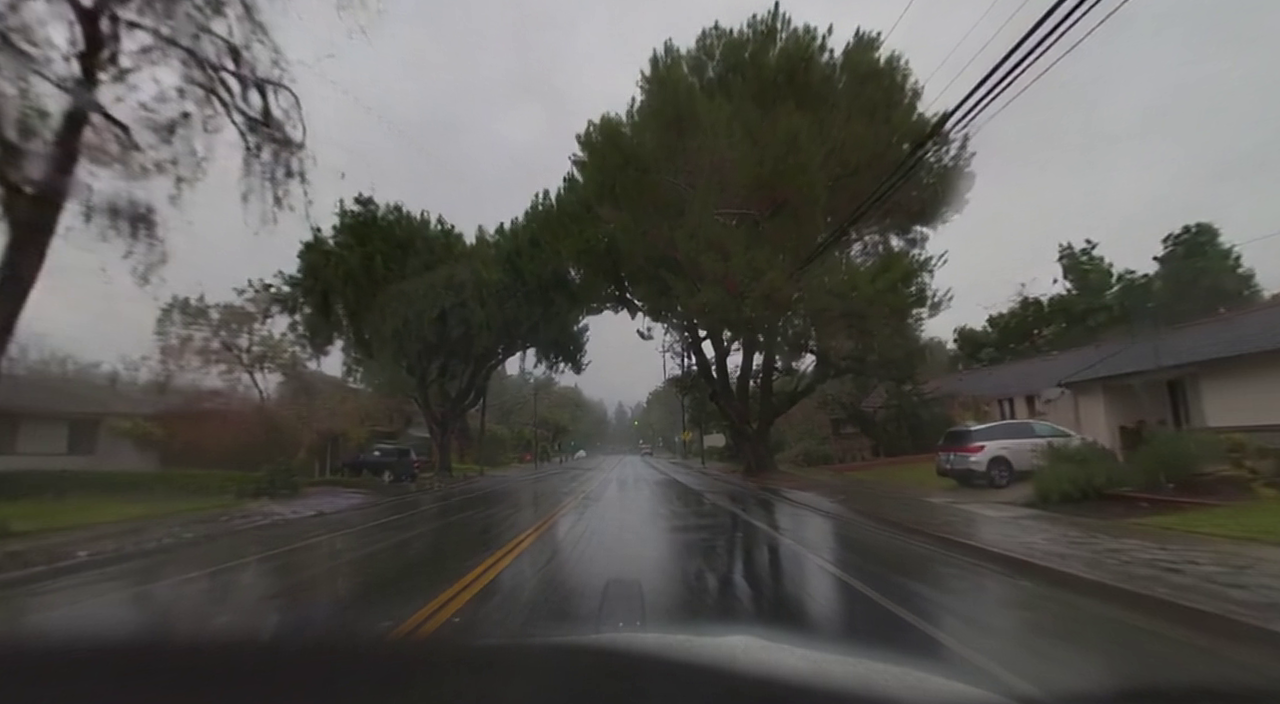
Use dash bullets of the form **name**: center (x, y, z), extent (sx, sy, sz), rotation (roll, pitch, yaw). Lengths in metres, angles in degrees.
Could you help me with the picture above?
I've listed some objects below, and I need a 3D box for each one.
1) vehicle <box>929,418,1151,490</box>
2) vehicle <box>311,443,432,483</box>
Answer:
- **vehicle**: center (10.314, 2.662, 16.621), extent (4.449, 1.765, 1.917), rotation (0, -9, 3)
- **vehicle**: center (-12.974, 5.375, 30.780), extent (4.928, 1.848, 2.041), rotation (0, -9, 0)
